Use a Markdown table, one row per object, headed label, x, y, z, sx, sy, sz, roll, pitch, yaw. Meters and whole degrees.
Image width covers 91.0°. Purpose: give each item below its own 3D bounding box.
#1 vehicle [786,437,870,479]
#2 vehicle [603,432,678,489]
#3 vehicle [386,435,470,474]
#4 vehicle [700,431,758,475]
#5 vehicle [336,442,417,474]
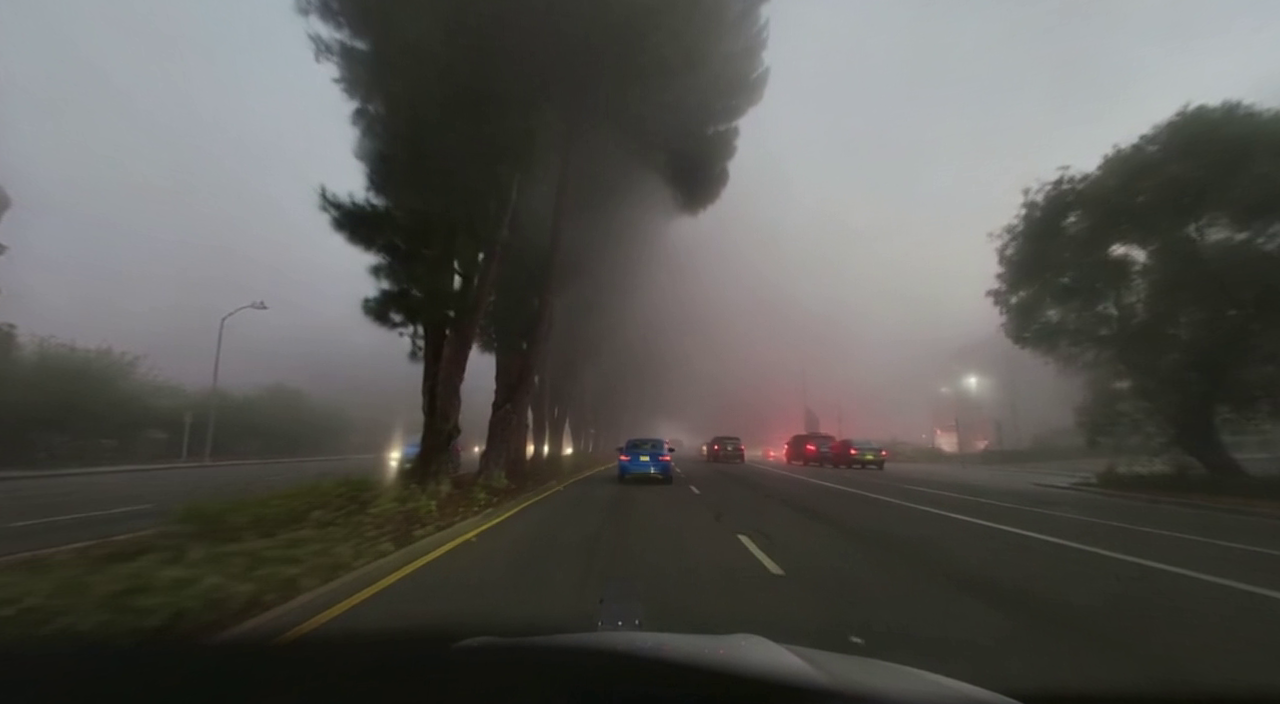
| label | x | y | z | sx | sy | sz | roll | pitch | yaw |
| --- | --- | --- | --- | --- | --- | --- | --- | --- | --- |
| vehicle | 7.280 | 4.145 | 24.841 | 1.928 | 1.488 | 4.361 | 0 | -9 | 0 |
| vehicle | 0.014 | 3.438 | 20.275 | 2.145 | 1.603 | 4.369 | 0 | -9 | 0 |
| vehicle | -9.078 | 4.430 | 27.412 | 2.074 | 1.543 | 4.536 | 0 | -9 | 0 |
| vehicle | 3.876 | 4.470 | 28.117 | 1.976 | 1.796 | 4.159 | 0 | -9 | 0 |
| vehicle | -12.828 | 5.182 | 30.958 | 1.915 | 1.456 | 4.636 | 0 | -9 | 1 |
